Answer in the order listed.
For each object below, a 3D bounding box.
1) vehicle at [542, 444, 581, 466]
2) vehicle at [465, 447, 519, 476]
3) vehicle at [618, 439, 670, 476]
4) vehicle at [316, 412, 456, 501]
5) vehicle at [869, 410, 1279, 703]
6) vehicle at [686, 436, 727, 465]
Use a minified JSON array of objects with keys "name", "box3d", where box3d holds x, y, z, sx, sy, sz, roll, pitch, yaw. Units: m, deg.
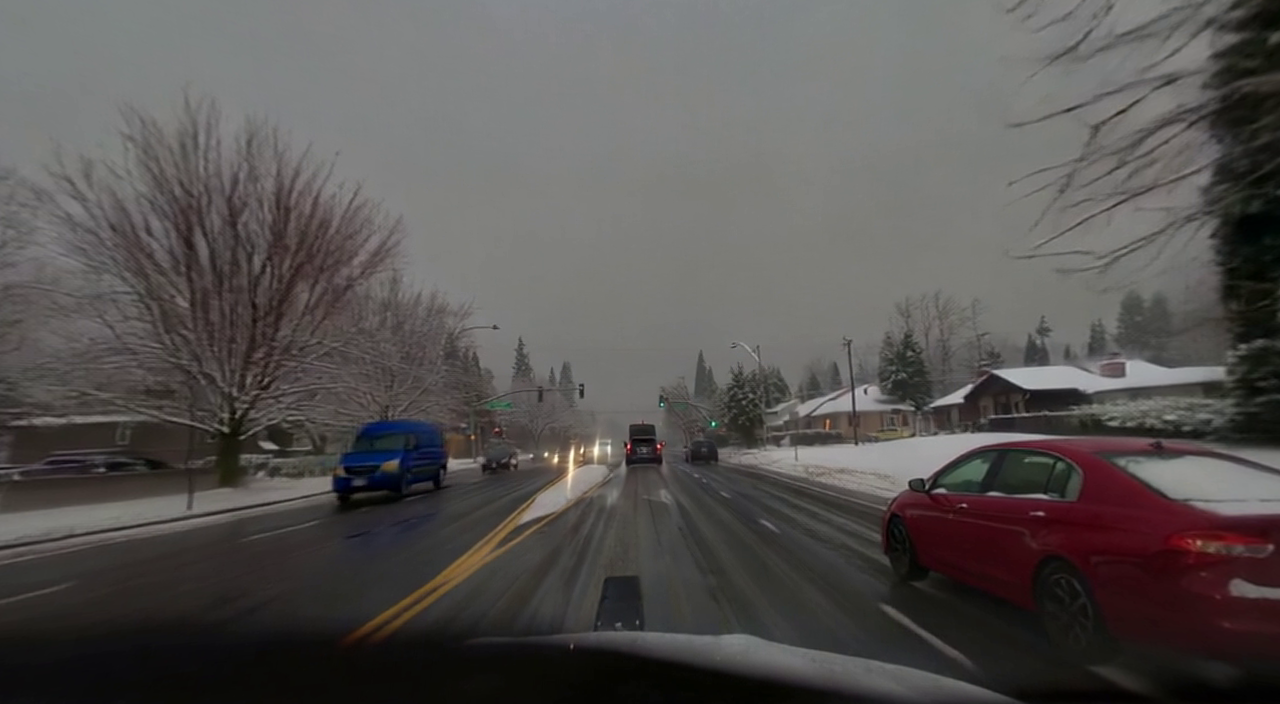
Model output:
[{"name":"vehicle","box3d":[-5.658,7.431,45.980,2.193,1.502,4.913,0,-8,0]},{"name":"vehicle","box3d":[-7.986,5.906,34.448,2.070,1.454,4.400,0,-8,-2]},{"name":"vehicle","box3d":[0.167,4.602,27.899,2.114,1.483,4.207,0,-8,0]},{"name":"vehicle","box3d":[-8.217,3.443,21.250,2.383,2.558,5.821,0,-8,-2]},{"name":"vehicle","box3d":[3.558,1.280,4.783,1.973,1.447,4.402,0,-8,0]},{"name":"vehicle","box3d":[4.374,6.588,42.491,2.187,1.847,4.553,0,-8,-1]}]
